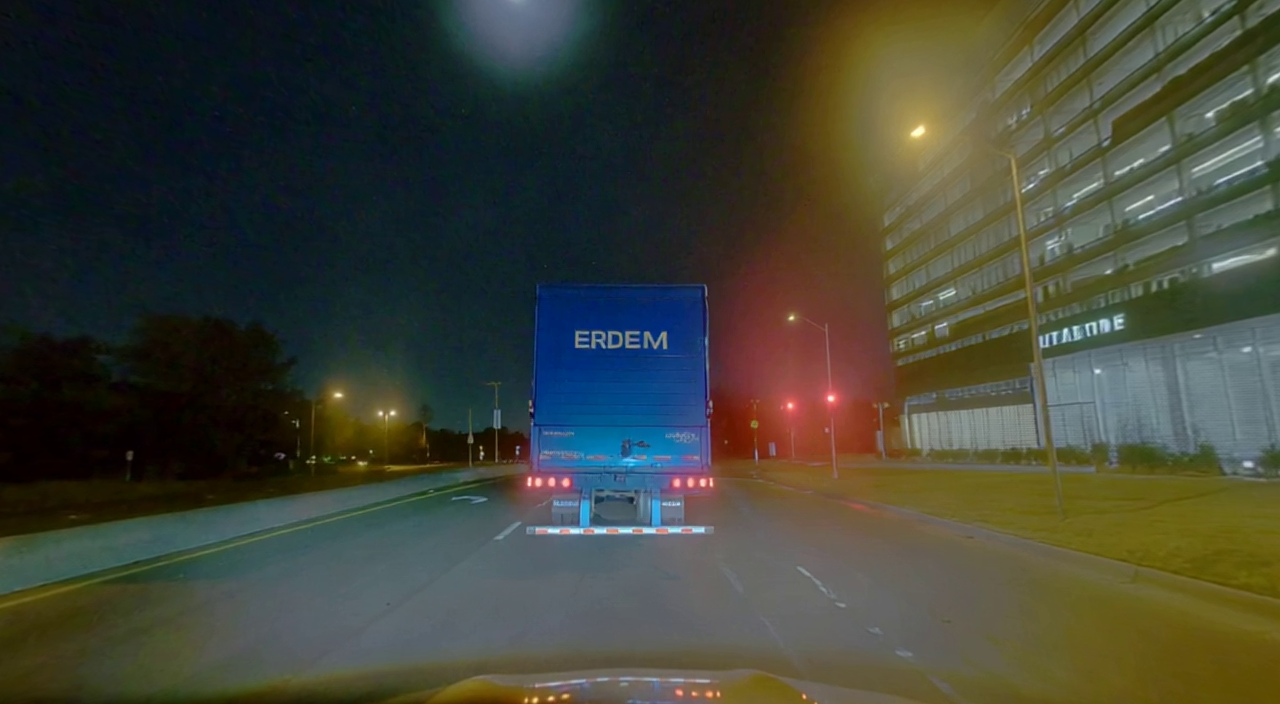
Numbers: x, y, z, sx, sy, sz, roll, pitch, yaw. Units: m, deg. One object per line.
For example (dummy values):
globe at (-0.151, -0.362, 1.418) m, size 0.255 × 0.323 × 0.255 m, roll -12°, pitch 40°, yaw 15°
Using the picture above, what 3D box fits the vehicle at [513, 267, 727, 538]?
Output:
vehicle at (-0.215, 1.276, 13.339) m, size 2.876 × 3.724 × 9.351 m, roll 0°, pitch -8°, yaw 1°

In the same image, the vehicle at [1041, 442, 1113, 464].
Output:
vehicle at (31.358, 7.224, 45.164) m, size 1.652 × 1.423 × 3.797 m, roll 5°, pitch -9°, yaw -36°
